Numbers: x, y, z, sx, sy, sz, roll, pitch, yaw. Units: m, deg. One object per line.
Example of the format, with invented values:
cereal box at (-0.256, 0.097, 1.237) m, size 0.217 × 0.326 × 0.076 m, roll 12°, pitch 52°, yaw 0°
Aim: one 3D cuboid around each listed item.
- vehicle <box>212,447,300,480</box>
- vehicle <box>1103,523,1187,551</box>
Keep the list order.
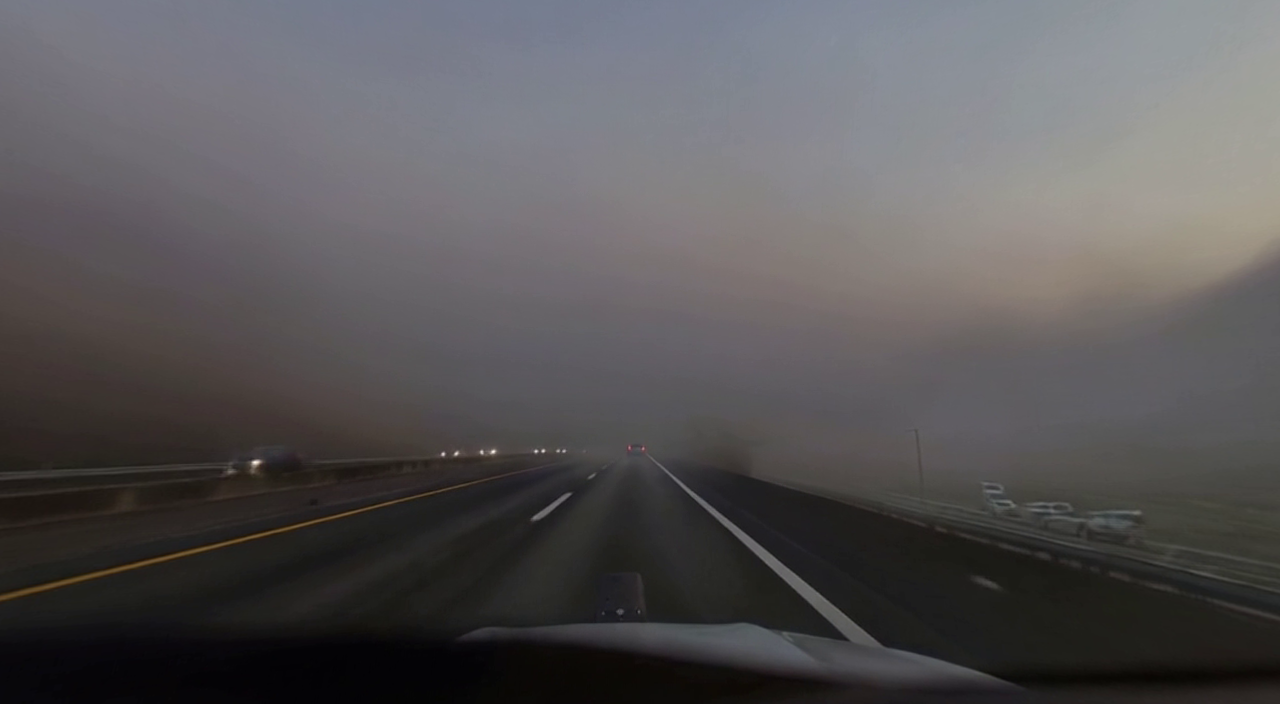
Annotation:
vehicle at (-21.871, 6.333, 36.251) m, size 2.198 × 1.735 × 4.468 m, roll 0°, pitch -9°, yaw 0°
vehicle at (35.660, 13.064, 44.699) m, size 3.995 × 1.648 × 2.144 m, roll 0°, pitch -8°, yaw 2°
